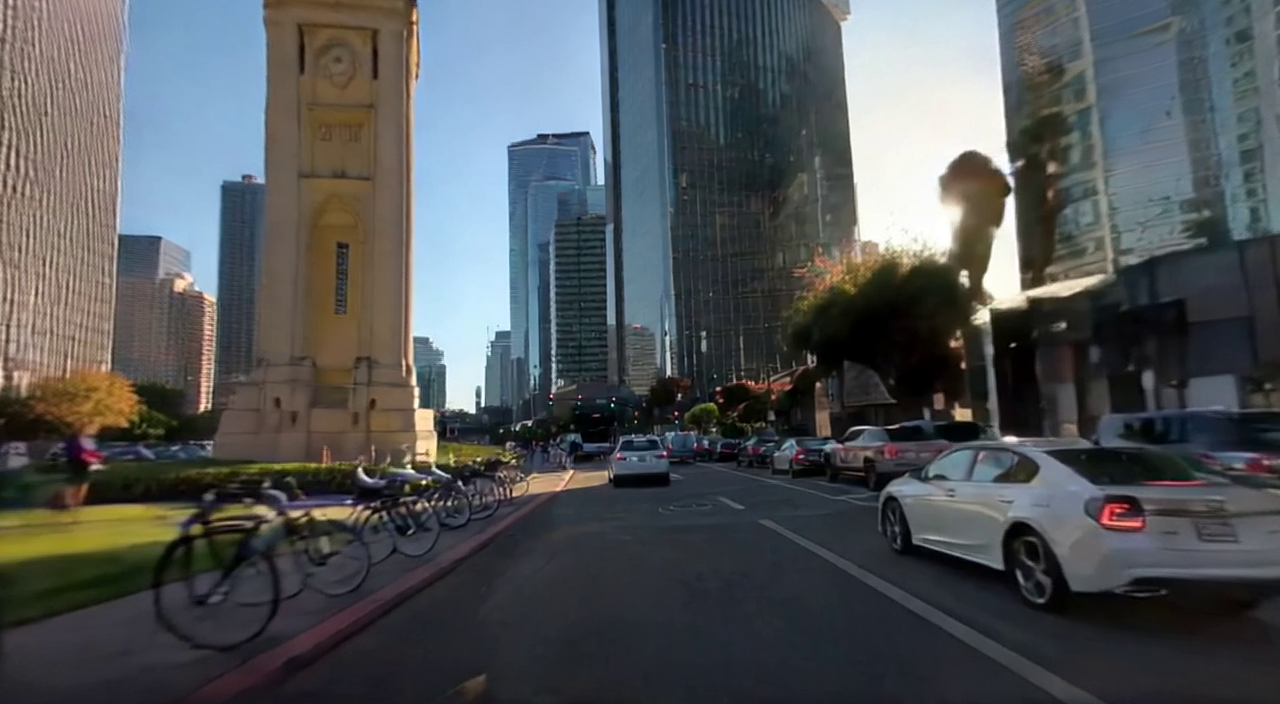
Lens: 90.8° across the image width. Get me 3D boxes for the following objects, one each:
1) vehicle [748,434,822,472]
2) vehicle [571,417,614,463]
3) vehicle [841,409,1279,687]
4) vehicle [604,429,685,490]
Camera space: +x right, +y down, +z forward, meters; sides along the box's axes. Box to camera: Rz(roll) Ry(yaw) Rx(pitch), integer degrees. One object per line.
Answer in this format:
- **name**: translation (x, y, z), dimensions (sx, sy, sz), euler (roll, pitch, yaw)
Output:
- **vehicle**: translation (6.903, 4.889, 30.690), dimensions (2.067, 1.641, 4.569), euler (1, -9, -7)
- **vehicle**: translation (-3.327, 5.991, 42.794), dimensions (2.400, 2.872, 6.053), euler (1, -9, -9)
- **vehicle**: translation (3.819, 1.426, 5.904), dimensions (2.116, 1.500, 4.702), euler (0, -9, -3)
- **vehicle**: translation (0.008, 3.182, 18.887), dimensions (2.111, 1.605, 3.832), euler (0, -9, -4)
